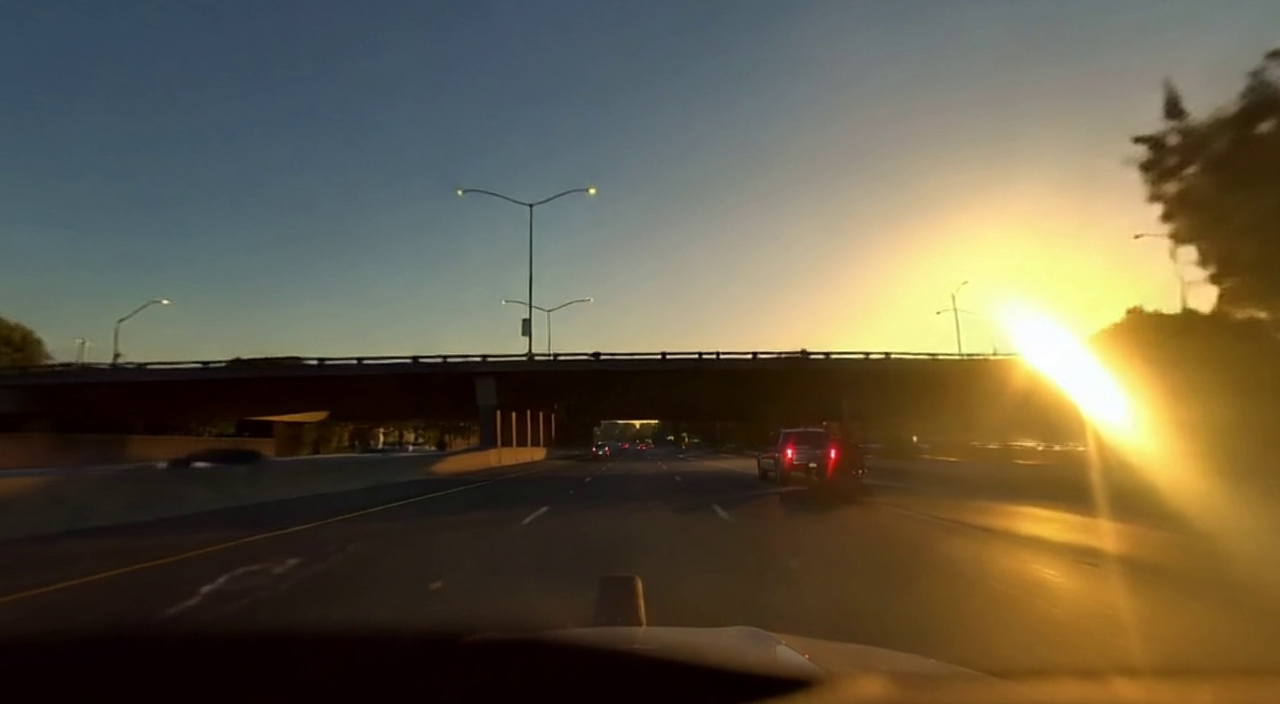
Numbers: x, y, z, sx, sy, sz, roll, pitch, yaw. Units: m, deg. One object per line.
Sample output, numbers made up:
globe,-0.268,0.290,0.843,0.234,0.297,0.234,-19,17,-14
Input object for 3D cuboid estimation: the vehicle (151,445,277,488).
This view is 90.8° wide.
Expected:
vehicle,-17.513,4.709,26.322,2.005,1.616,4.669,0,-9,0
